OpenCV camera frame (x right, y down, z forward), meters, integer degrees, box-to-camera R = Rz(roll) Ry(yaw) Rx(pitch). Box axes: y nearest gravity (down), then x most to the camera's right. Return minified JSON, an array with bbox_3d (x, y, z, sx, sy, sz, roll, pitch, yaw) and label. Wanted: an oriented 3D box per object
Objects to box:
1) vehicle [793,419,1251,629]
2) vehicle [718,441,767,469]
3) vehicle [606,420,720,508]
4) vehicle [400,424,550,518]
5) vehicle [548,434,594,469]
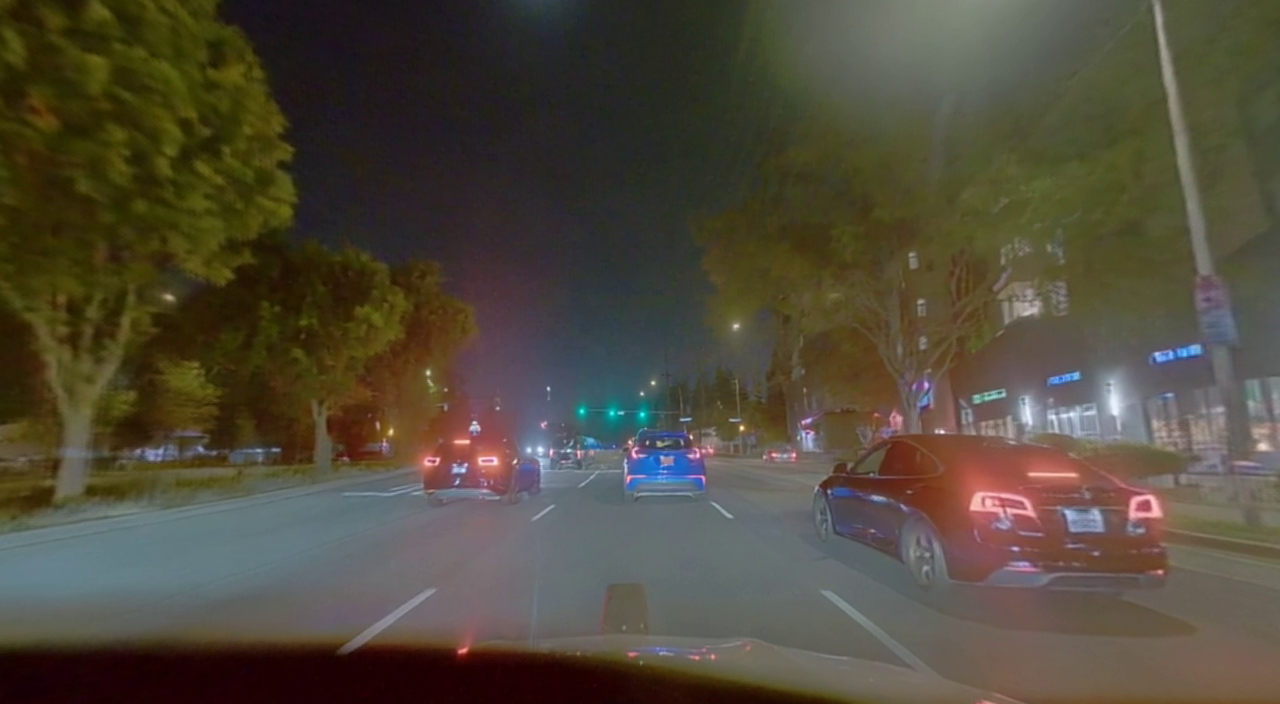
[{"bbox_3d":[3.335,1.581,6.910,2.017,1.491,4.611,0,-8,-2],"label":"vehicle"},{"bbox_3d":[5.746,5.845,35.844,2.010,1.486,4.498,0,-8,0],"label":"vehicle"},{"bbox_3d":[0.397,2.581,14.893,2.280,1.747,4.361,0,-8,-2],"label":"vehicle"},{"bbox_3d":[-3.302,2.491,13.735,2.043,1.687,4.676,0,-8,-1],"label":"vehicle"},{"bbox_3d":[-3.589,5.277,33.538,2.014,1.755,4.360,0,-8,0],"label":"vehicle"}]
